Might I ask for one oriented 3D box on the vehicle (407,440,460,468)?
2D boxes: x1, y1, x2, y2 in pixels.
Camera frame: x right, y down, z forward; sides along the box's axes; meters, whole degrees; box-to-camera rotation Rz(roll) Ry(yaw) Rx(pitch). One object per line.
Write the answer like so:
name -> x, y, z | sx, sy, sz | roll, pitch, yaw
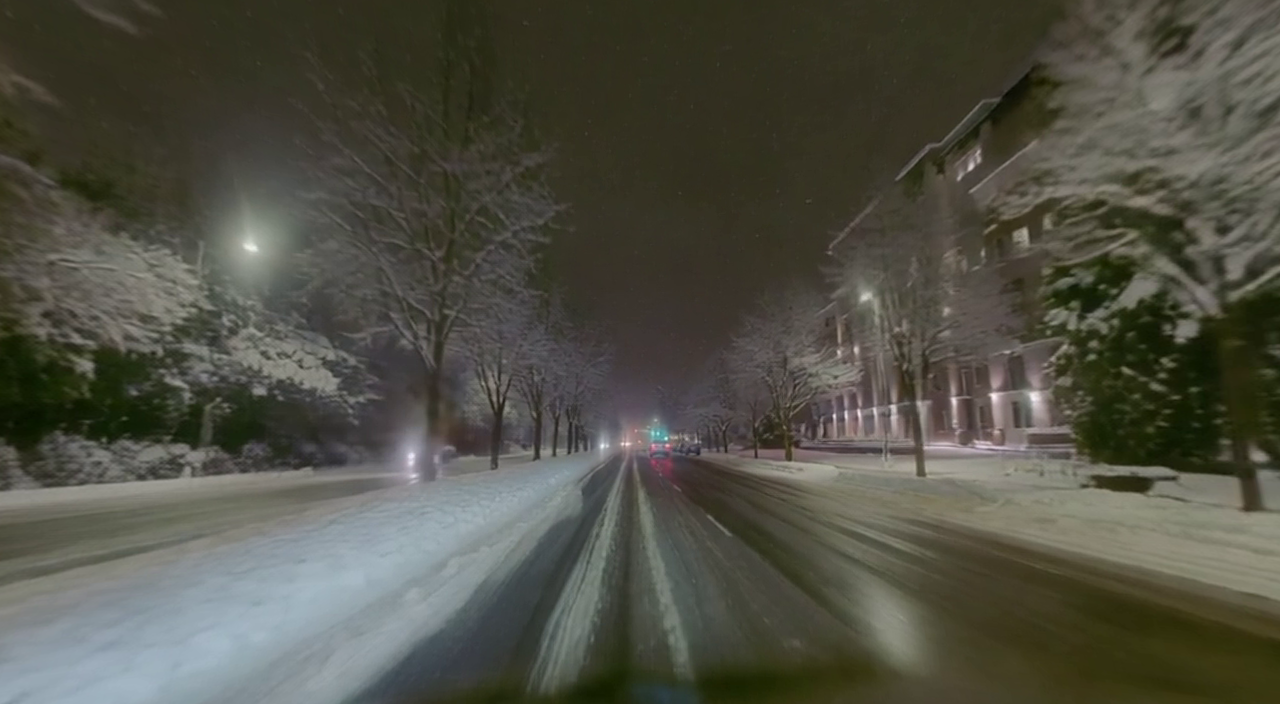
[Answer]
vehicle -> -15.507, 7.694, 47.772 | 2.141, 1.942, 5.474 | 0, -8, 0
